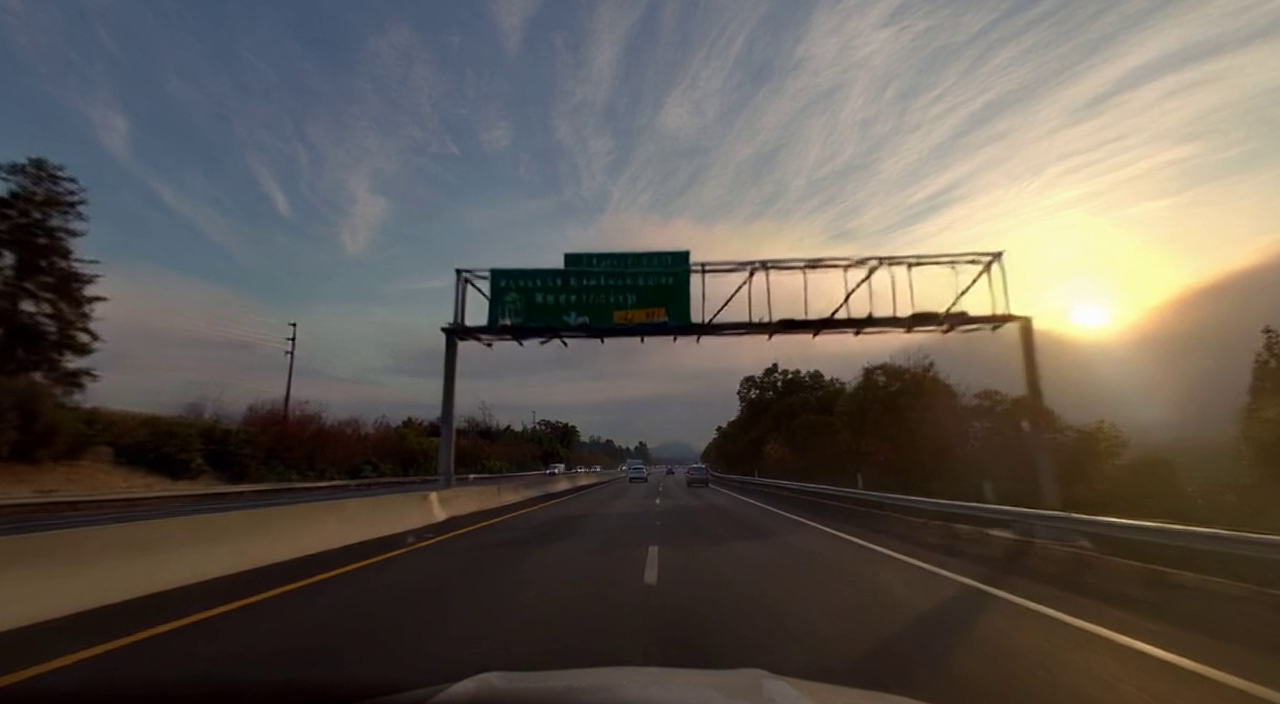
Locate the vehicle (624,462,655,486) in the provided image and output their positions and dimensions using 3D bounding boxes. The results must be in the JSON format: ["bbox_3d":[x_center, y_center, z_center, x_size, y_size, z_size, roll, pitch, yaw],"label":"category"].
[{"bbox_3d":[0.008,9.517,49.278,2.160,1.721,4.368,0,-10,3],"label":"vehicle"}]

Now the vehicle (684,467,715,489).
[{"bbox_3d":[4.268,9.172,46.028,1.937,1.467,4.061,1,-10,1],"label":"vehicle"}]
